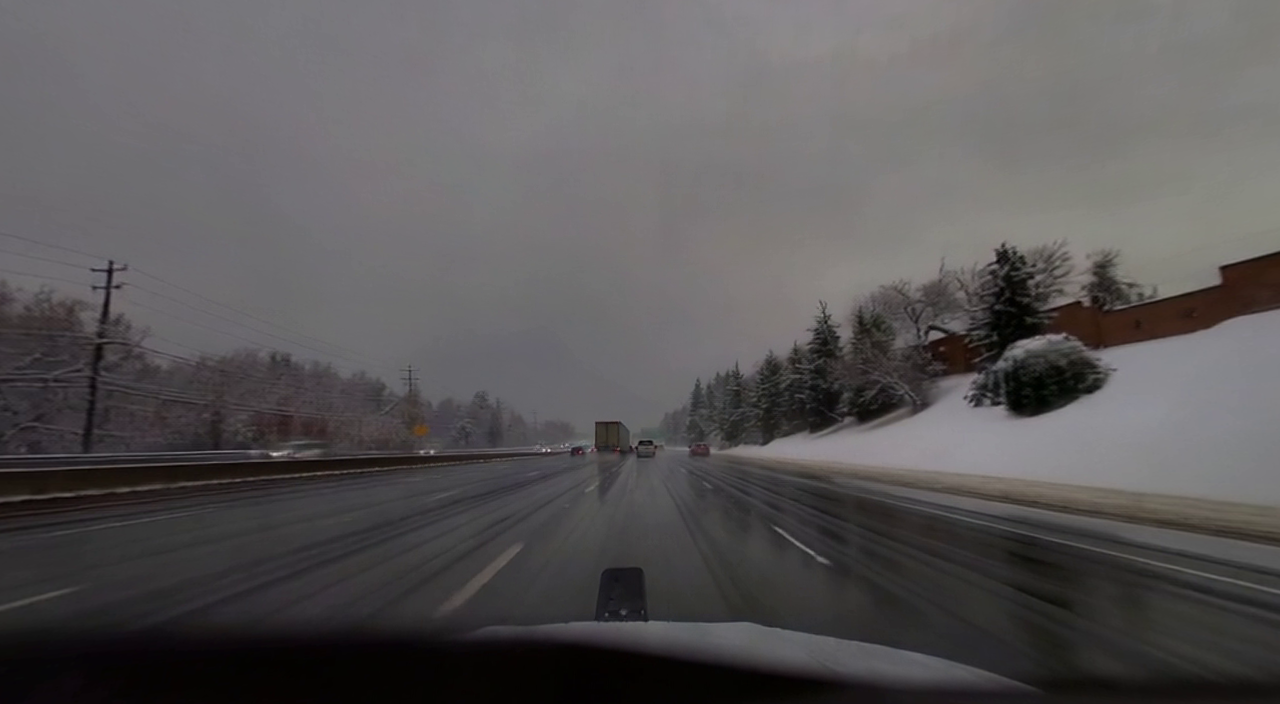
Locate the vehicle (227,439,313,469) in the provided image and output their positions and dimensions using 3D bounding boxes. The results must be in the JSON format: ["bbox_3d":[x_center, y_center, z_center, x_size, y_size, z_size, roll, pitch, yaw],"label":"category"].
[{"bbox_3d":[-20.559,5.682,35.303,1.938,1.560,4.732,0,-8,1],"label":"vehicle"}]

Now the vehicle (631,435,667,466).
[{"bbox_3d":[0.592,6.831,43.787,2.309,2.023,5.130,0,-8,0],"label":"vehicle"}]
